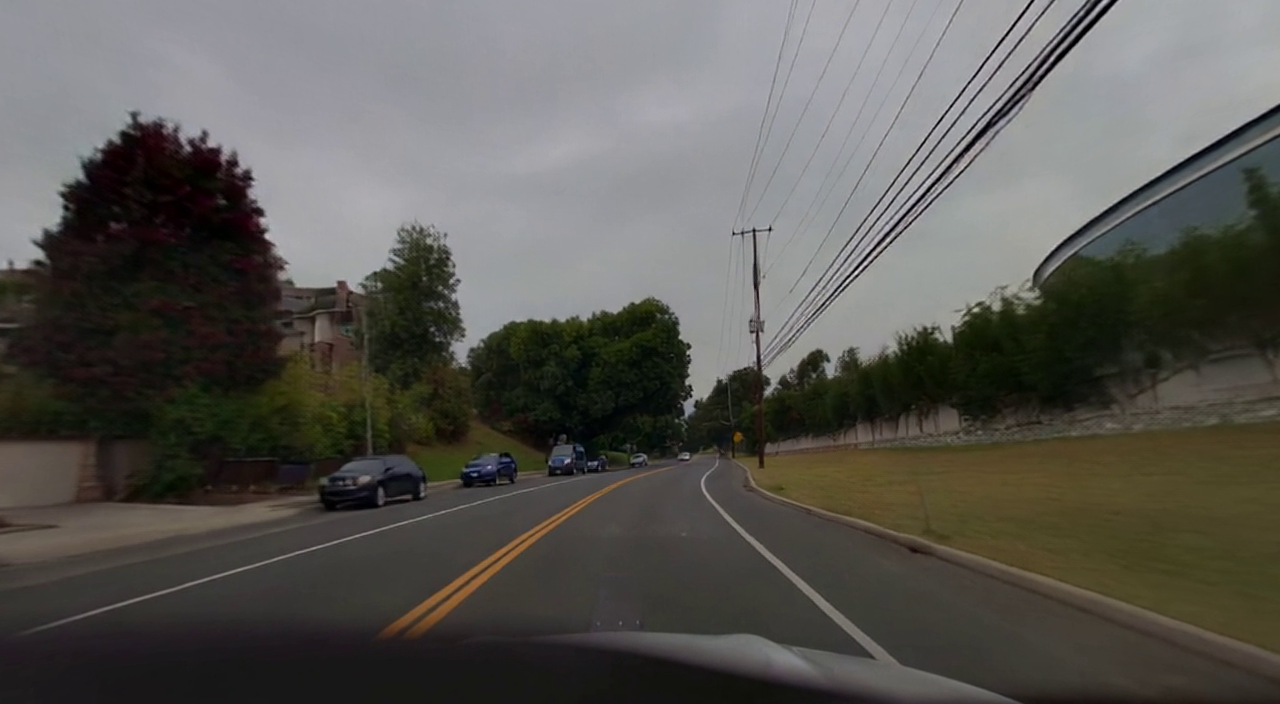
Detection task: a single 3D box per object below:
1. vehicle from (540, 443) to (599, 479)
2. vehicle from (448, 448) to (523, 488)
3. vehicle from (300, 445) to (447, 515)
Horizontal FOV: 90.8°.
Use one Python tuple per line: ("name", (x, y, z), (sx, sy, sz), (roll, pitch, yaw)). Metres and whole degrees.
("vehicle", (-4.396, 6.913, 40.243), (2.295, 1.989, 5.055), (-5, -10, 9))
("vehicle", (-6.430, 4.956, 26.751), (1.927, 1.542, 3.886), (-2, -12, 4))
("vehicle", (-7.093, 3.509, 17.435), (1.840, 1.523, 4.333), (3, -11, 4))
